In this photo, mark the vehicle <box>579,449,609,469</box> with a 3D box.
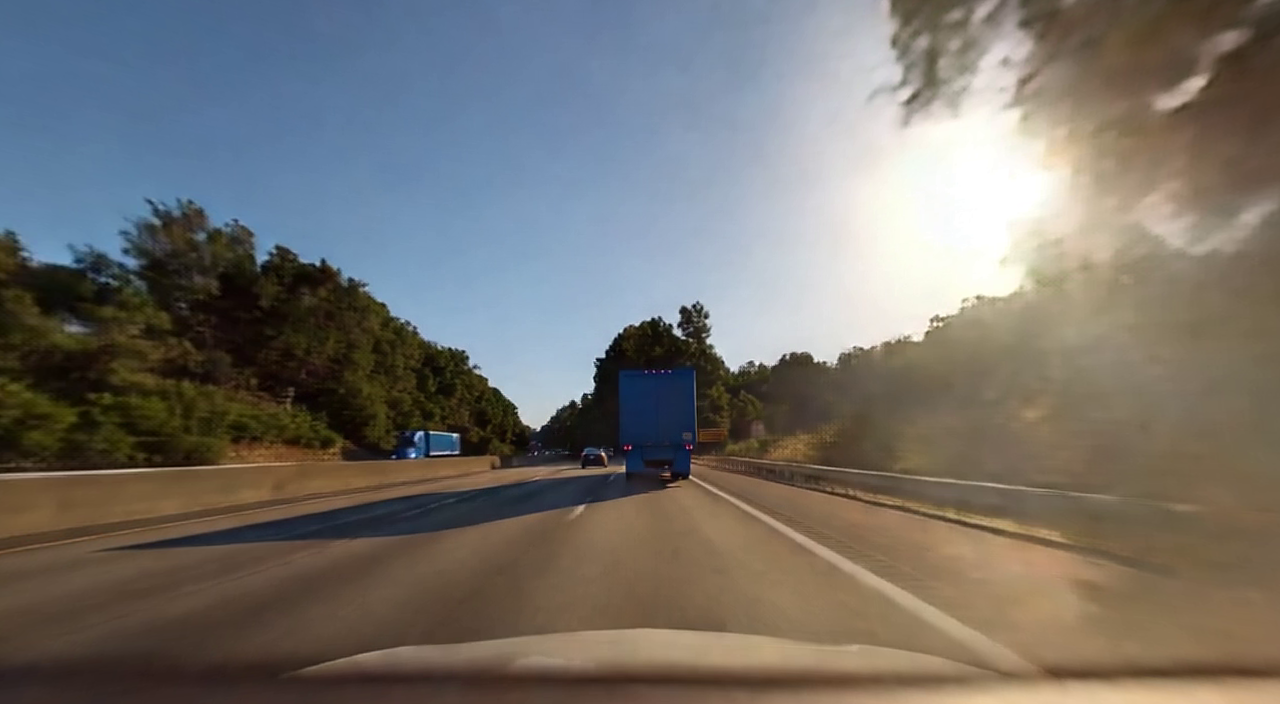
[{"bbox_3d":[-3.525,8.249,48.835,1.985,1.482,3.923,0,-9,0],"label":"vehicle"}]

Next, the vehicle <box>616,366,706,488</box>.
[{"bbox_3d":[0.626,3.209,25.668,2.898,3.973,10.063,0,-9,-1],"label":"vehicle"}]
